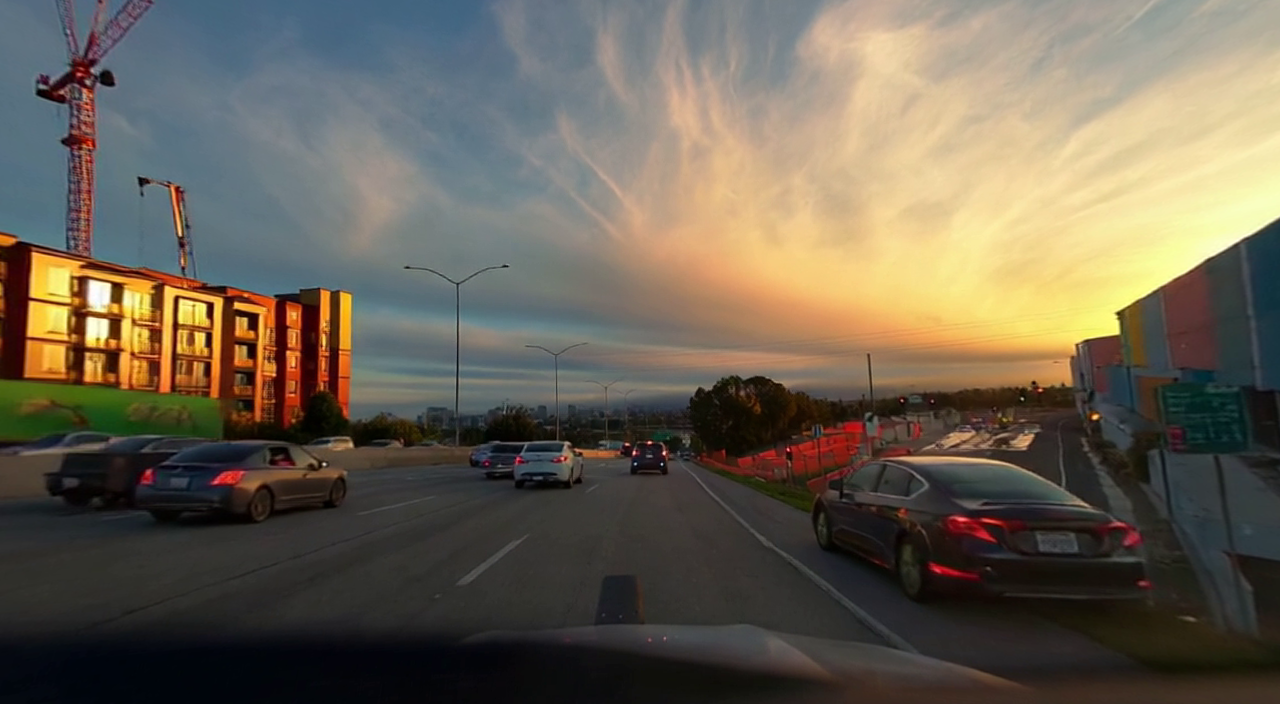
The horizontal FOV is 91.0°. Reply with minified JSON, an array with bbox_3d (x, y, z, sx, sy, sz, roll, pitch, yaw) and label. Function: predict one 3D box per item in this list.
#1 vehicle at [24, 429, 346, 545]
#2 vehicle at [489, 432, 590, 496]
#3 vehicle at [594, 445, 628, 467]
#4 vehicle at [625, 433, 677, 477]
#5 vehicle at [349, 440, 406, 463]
[{"bbox_3d":[-6.996,2.092,10.490,1.959,1.486,4.460,0,-8,1],"label":"vehicle"},{"bbox_3d":[-2.860,3.317,19.035,2.109,1.657,4.554,0,-8,2],"label":"vehicle"},{"bbox_3d":[-2.033,7.501,45.808,2.029,1.497,3.960,0,-8,4],"label":"vehicle"},{"bbox_3d":[0.531,4.522,27.908,2.116,1.763,4.352,0,-8,2],"label":"vehicle"},{"bbox_3d":[-18.645,7.098,45.004,1.838,1.515,4.705,0,-8,3],"label":"vehicle"}]
